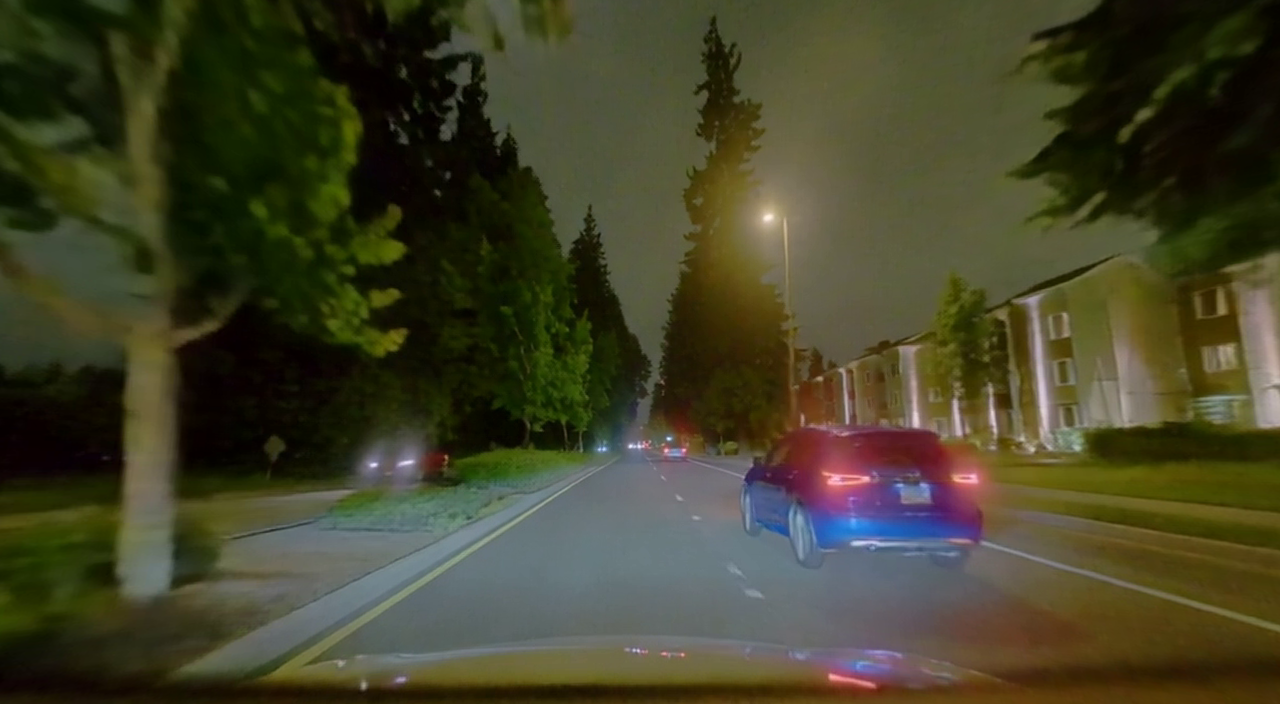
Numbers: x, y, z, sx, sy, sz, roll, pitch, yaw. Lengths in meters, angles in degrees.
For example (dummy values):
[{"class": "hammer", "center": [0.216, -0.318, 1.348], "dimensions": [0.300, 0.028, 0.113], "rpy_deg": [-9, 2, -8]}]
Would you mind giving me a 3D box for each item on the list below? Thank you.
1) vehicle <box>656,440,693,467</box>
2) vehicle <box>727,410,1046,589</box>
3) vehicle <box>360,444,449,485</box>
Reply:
[{"class": "vehicle", "center": [2.305, 6.895, 43.107], "dimensions": [2.164, 1.725, 4.285], "rpy_deg": [0, -9, -1]}, {"class": "vehicle", "center": [2.565, 1.675, 8.036], "dimensions": [2.066, 1.603, 4.475], "rpy_deg": [0, -9, -3]}, {"class": "vehicle", "center": [-11.761, 5.633, 32.087], "dimensions": [2.248, 1.858, 5.854], "rpy_deg": [0, -9, 0]}]
